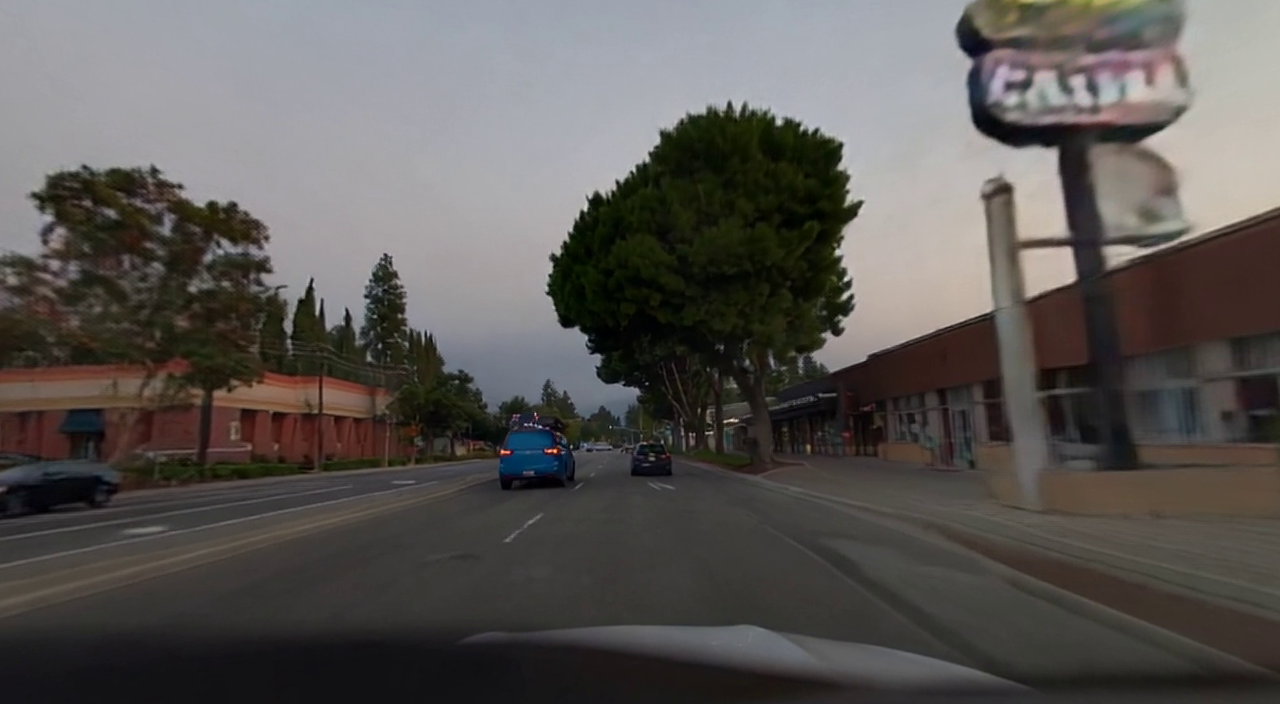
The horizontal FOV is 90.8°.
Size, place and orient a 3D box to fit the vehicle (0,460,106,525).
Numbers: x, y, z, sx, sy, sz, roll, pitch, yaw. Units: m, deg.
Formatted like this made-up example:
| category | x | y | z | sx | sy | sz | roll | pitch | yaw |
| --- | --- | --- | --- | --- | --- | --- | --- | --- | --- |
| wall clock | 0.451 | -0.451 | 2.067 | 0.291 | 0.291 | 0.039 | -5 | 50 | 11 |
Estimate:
| category | x | y | z | sx | sy | sz | roll | pitch | yaw |
| --- | --- | --- | --- | --- | --- | --- | --- | --- | --- |
| vehicle | -15.775 | 3.380 | 14.938 | 1.912 | 1.432 | 5.070 | -3 | -9 | 0 |

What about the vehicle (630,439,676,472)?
| category | x | y | z | sx | sy | sz | roll | pitch | yaw |
| --- | --- | --- | --- | --- | --- | --- | --- | --- | --- |
| vehicle | 0.566 | 5.023 | 30.776 | 2.103 | 1.487 | 4.101 | 0 | -9 | -1 |

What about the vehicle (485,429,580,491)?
| category | x | y | z | sx | sy | sz | roll | pitch | yaw |
| --- | --- | --- | --- | --- | --- | --- | --- | --- | --- |
| vehicle | -3.391 | 3.557 | 21.118 | 2.464 | 1.777 | 5.128 | 0 | -9 | -2 |
